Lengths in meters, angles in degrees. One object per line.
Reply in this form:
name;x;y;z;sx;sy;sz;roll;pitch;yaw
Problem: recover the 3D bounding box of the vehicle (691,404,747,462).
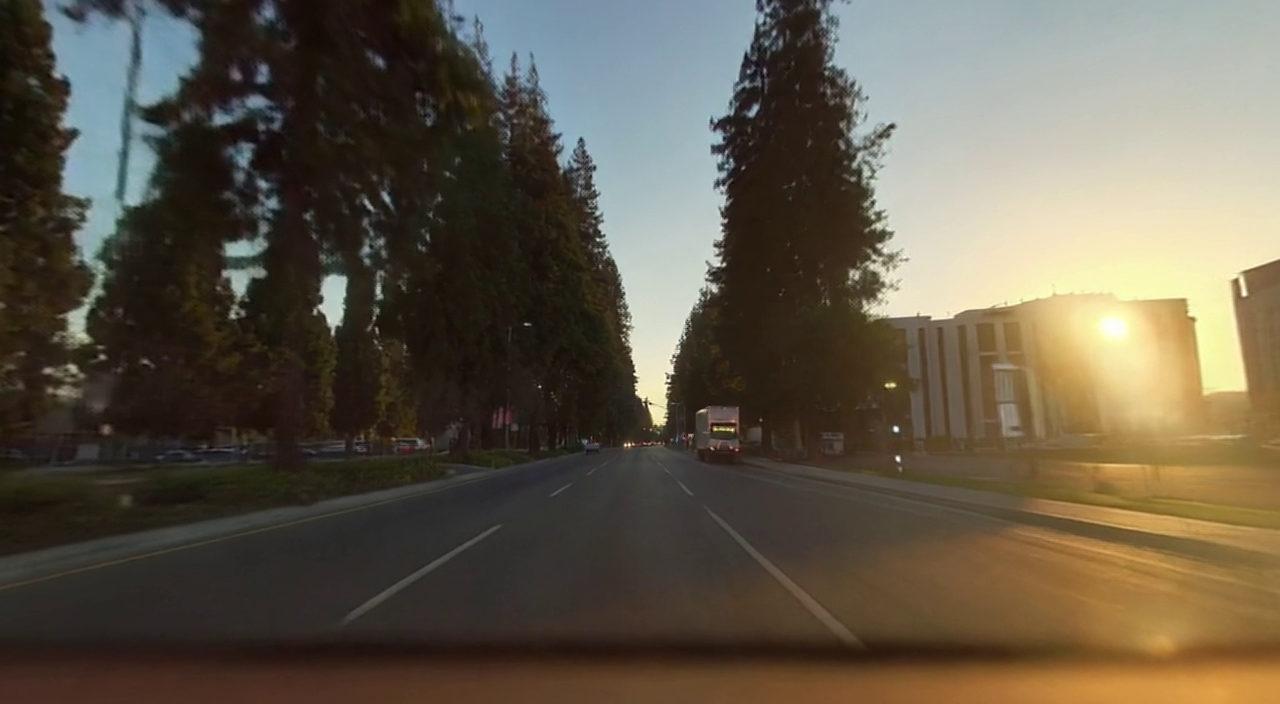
vehicle;5.999;6.441;49.383;2.981;4.106;8.794;0;-9;-2
